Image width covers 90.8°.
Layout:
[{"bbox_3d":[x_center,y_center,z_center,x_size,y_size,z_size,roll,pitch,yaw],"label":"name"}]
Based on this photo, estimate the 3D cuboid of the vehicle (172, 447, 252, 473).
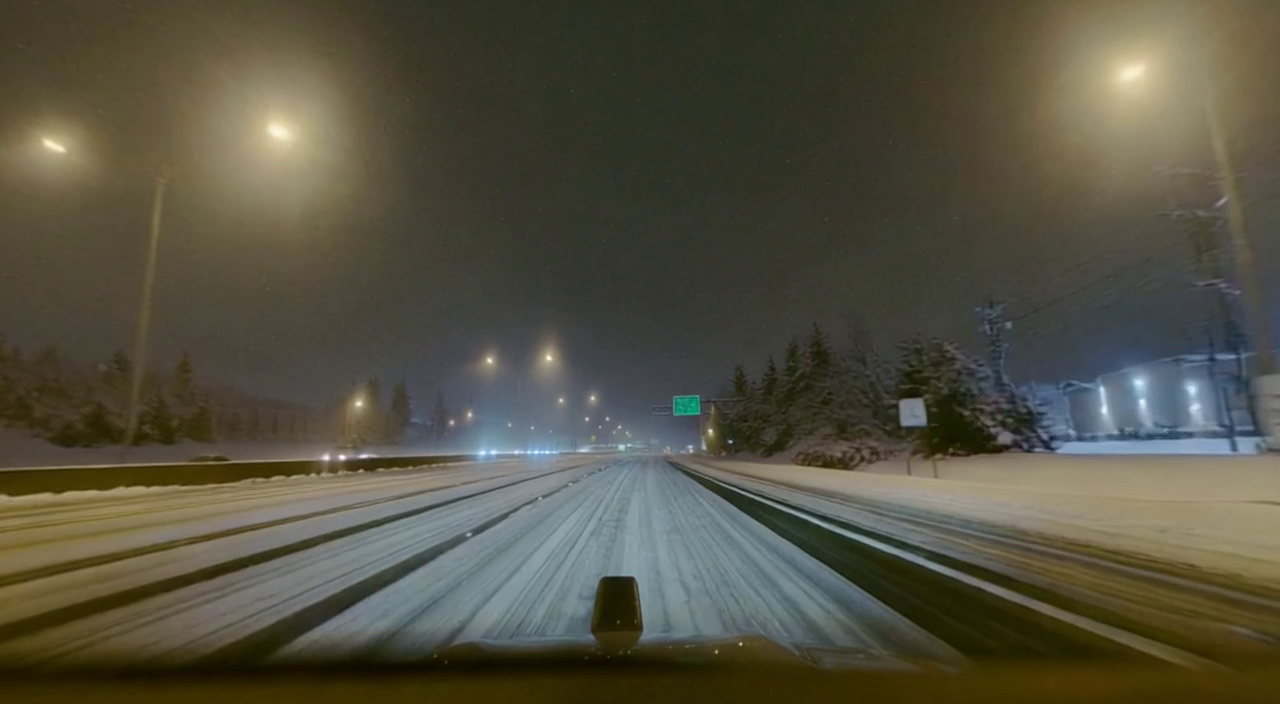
[{"bbox_3d":[-28.761,7.223,42.637,2.058,1.604,4.738,0,-8,0],"label":"vehicle"}]
